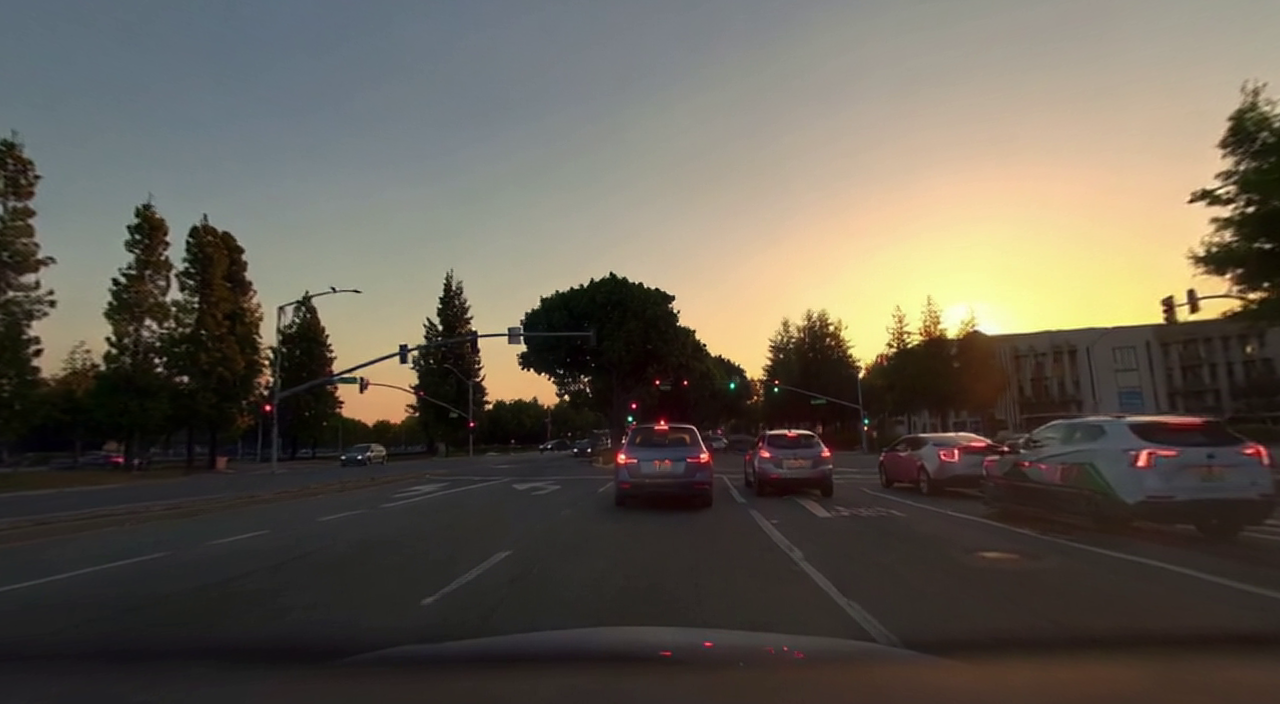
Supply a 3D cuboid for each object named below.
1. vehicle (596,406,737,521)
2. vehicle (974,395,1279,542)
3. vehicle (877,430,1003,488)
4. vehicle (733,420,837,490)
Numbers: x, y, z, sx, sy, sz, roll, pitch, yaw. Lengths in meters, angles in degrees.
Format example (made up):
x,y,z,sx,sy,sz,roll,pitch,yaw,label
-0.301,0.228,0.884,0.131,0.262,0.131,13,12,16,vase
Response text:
x,y,z,sx,sy,sz,roll,pitch,yaw,label
0.453,2.073,12.128,2.211,1.795,4.179,0,-9,1,vehicle
7.488,1.758,9.985,2.074,1.791,4.393,0,-9,2,vehicle
8.565,3.104,18.531,1.862,1.471,4.297,-1,-9,5,vehicle
4.041,2.981,18.500,2.188,1.774,4.646,-1,-9,3,vehicle
